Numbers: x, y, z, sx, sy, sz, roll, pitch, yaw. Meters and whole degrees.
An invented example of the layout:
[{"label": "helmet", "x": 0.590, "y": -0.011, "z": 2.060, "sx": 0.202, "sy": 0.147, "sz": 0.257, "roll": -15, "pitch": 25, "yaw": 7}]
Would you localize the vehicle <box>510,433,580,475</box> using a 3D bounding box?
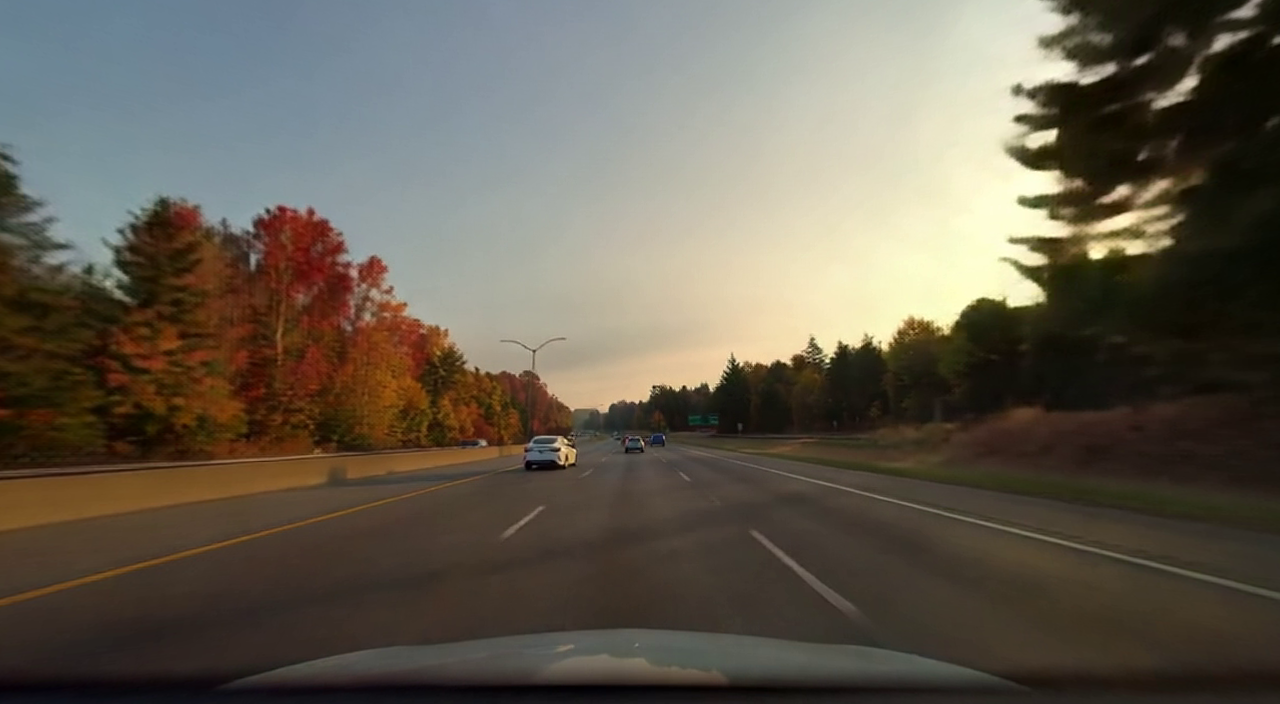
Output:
[{"label": "vehicle", "x": -3.646, "y": 4.009, "z": 24.983, "sx": 2.103, "sy": 1.507, "sz": 4.367, "roll": 0, "pitch": -8, "yaw": 0}]
